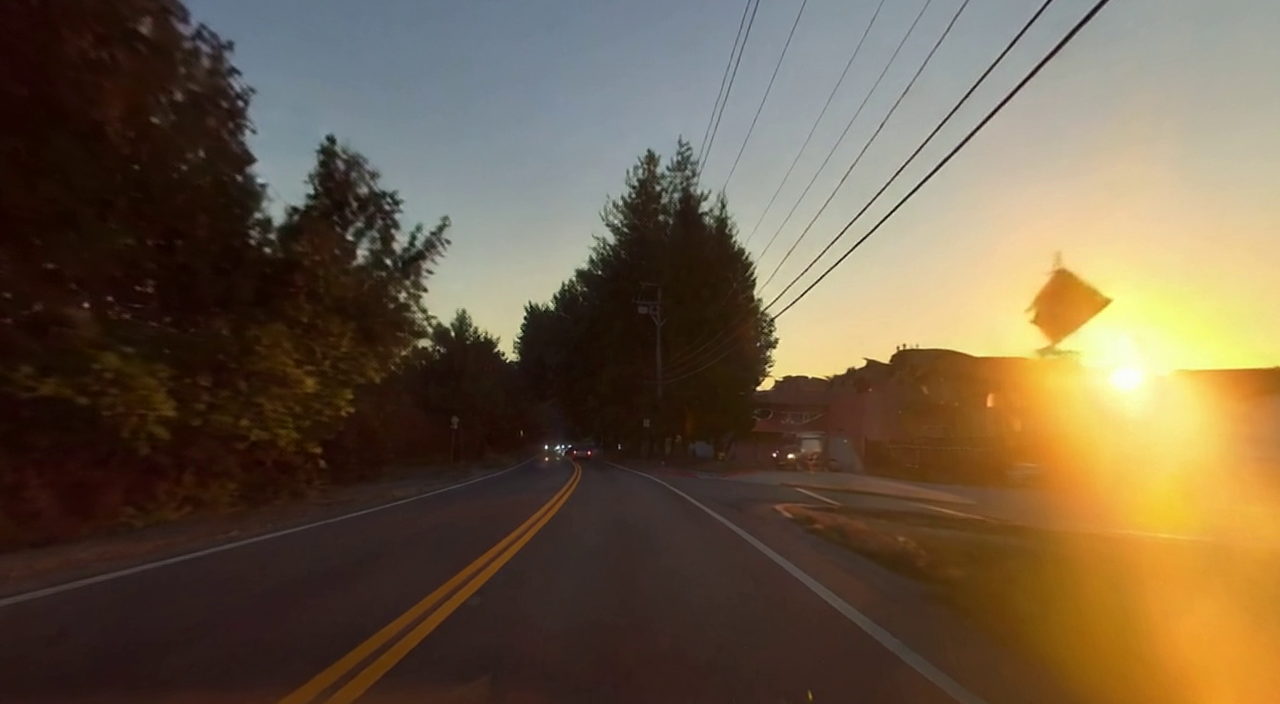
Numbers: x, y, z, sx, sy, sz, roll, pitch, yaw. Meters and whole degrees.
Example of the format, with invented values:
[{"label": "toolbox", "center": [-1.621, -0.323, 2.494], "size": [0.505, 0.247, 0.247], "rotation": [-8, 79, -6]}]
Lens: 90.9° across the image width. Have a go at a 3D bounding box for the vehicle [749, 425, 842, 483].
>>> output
[{"label": "vehicle", "center": [11.010, 7.216, 44.719], "size": [5.297, 3.064, 2.935], "rotation": [11, -6, -17]}]
